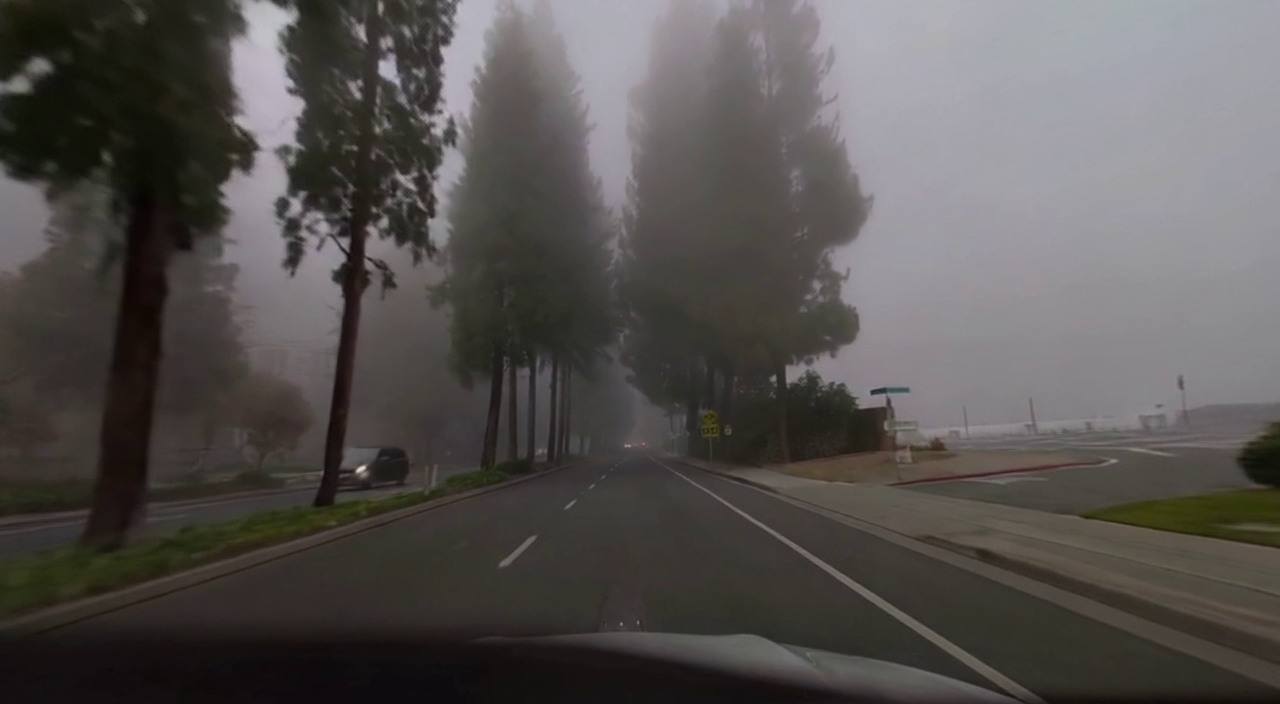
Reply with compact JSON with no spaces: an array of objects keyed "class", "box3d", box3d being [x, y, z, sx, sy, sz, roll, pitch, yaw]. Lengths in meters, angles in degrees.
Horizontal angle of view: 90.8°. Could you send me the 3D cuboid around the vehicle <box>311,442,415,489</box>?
[{"class":"vehicle","box3d":[-13.506,5.524,31.316,2.505,2.059,5.803,0,-8,0]}]
